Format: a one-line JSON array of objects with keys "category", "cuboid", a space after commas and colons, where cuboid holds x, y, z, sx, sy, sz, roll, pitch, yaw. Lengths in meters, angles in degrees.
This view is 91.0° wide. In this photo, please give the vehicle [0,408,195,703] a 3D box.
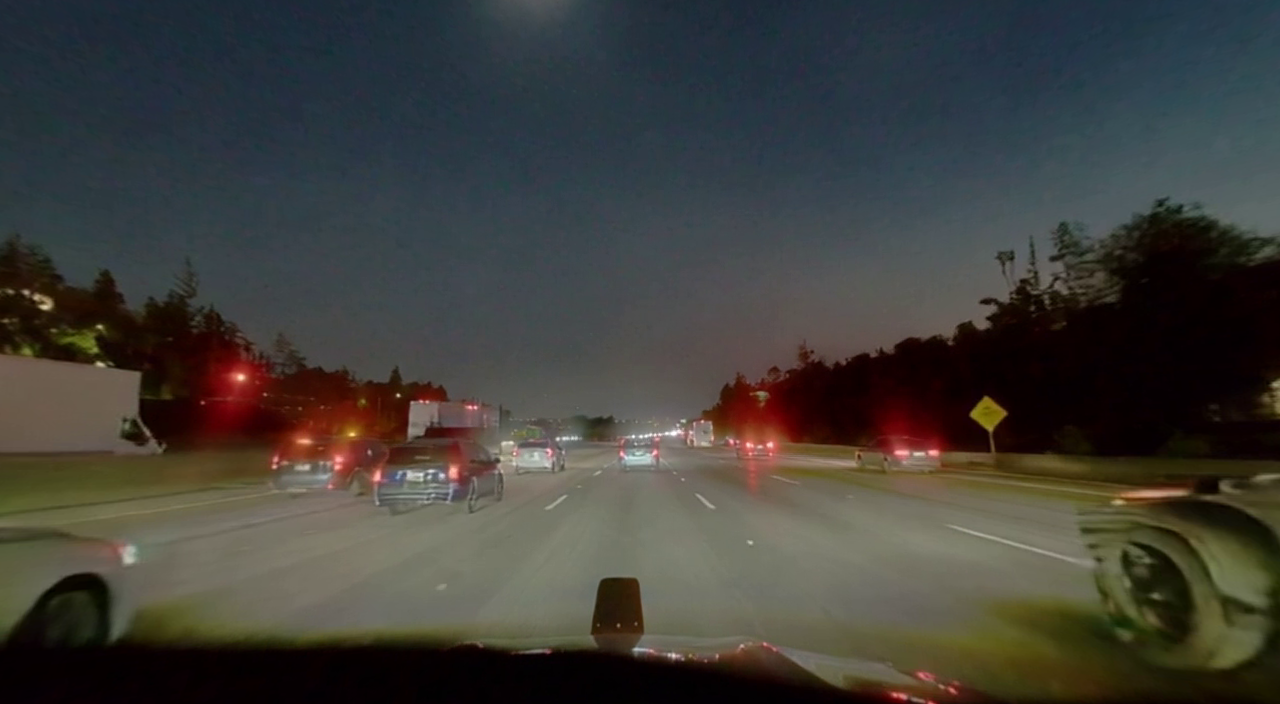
[{"category": "vehicle", "cuboid": [-3.589, 0.798, 1.453, 2.025, 1.449, 4.190, 0, -9, 0]}]

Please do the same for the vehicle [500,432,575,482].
[{"category": "vehicle", "cuboid": [-3.554, 3.722, 22.583, 1.956, 1.602, 4.258, 0, -9, 0]}]

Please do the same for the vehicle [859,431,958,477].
[{"category": "vehicle", "cuboid": [10.292, 3.931, 24.493, 2.066, 1.629, 3.945, 0, -9, -1]}]

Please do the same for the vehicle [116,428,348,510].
[{"category": "vehicle", "cuboid": [-8.814, 2.569, 14.260, 2.125, 1.542, 4.595, 0, -9, 1]}]

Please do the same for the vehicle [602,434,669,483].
[{"category": "vehicle", "cuboid": [-0.135, 3.550, 21.225, 2.053, 1.461, 3.941, 0, -9, 0]}]

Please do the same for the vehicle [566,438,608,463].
[{"category": "vehicle", "cuboid": [-3.177, 6.032, 38.607, 2.062, 1.459, 4.365, 0, -9, 1]}]

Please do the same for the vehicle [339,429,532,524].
[{"category": "vehicle", "cuboid": [-3.577, 2.275, 12.108, 2.098, 1.463, 4.578, 0, -9, 1]}]

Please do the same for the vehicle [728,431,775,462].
[{"category": "vehicle", "cuboid": [6.586, 5.672, 37.651, 1.992, 1.745, 4.329, 0, -9, -1]}]
